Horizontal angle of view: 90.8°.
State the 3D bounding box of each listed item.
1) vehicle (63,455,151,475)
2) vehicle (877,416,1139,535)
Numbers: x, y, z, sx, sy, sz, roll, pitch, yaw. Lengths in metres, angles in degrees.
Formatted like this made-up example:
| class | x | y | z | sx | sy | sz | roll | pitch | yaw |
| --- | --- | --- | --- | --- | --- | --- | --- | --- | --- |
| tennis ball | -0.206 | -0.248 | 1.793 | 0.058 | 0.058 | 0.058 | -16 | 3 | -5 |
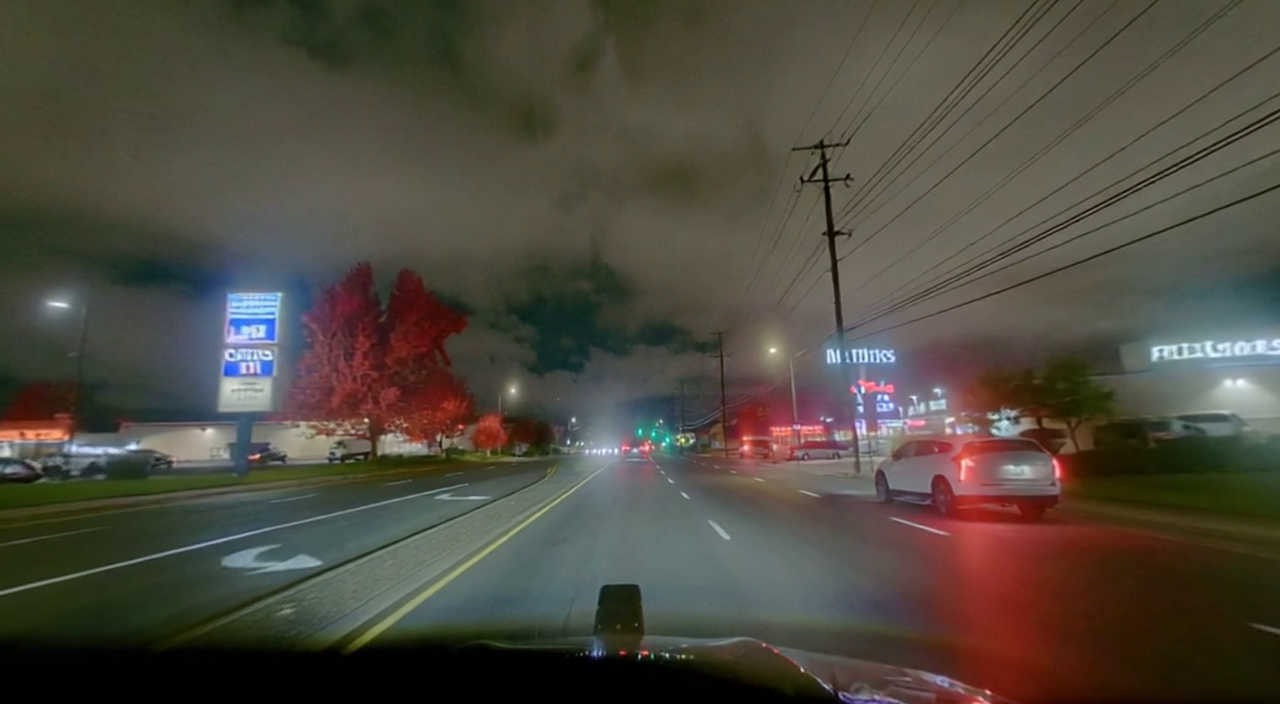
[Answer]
| class | x | y | z | sx | sy | sz | roll | pitch | yaw |
| --- | --- | --- | --- | --- | --- | --- | --- | --- | --- |
| vehicle | -40.775 | 8.626 | 48.448 | 4.692 | 1.445 | 1.922 | 1 | -9 | -10 |
| vehicle | 6.230 | 2.141 | 11.513 | 1.995 | 1.705 | 4.434 | 0 | -9 | -1 |
